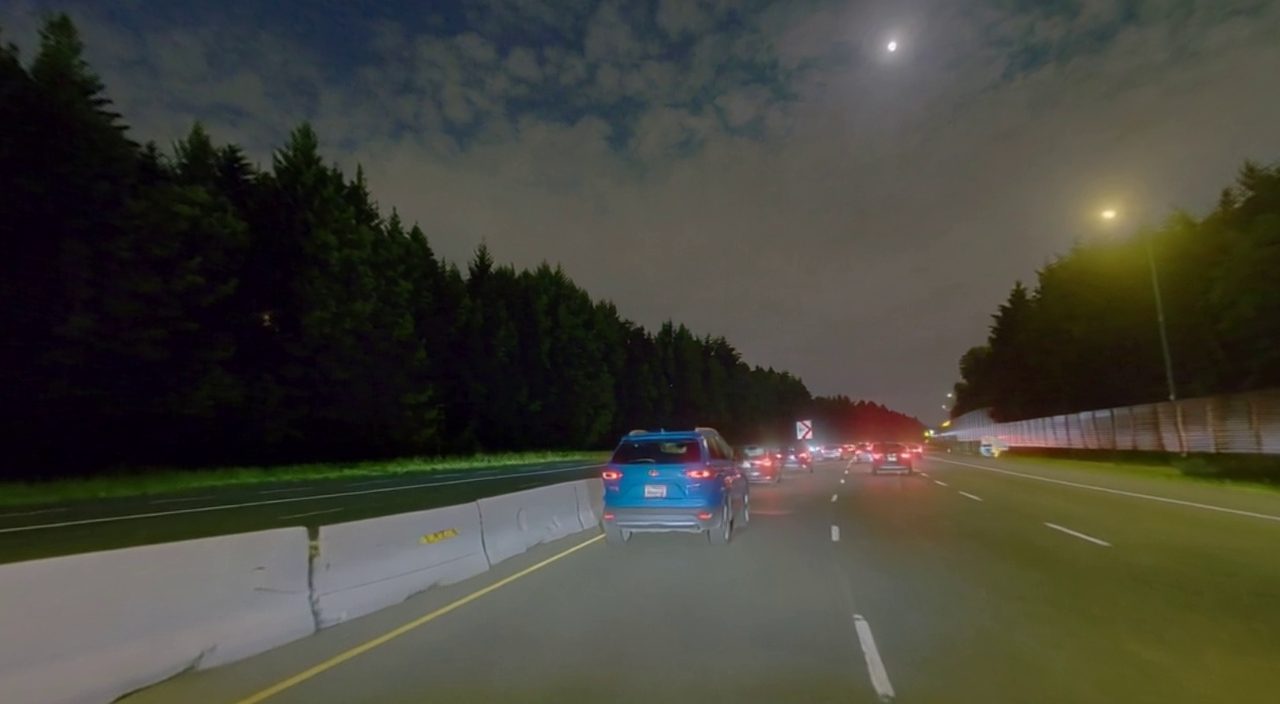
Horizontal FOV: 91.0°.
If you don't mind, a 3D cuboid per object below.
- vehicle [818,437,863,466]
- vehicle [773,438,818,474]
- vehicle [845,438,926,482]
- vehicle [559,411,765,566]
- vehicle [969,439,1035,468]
[{"bbox_3d":[11.886,5.912,37.572,1.857,1.584,3.976,-1,-8,8],"label":"vehicle"},{"bbox_3d":[6.850,4.561,27.749,1.755,1.457,3.686,-2,-8,13],"label":"vehicle"},{"bbox_3d":[8.983,3.956,23.433,1.962,1.442,4.536,-2,-8,11],"label":"vehicle"},{"bbox_3d":[0.584,1.780,9.005,2.021,1.635,4.085,-2,-9,15],"label":"vehicle"},{"bbox_3d":[20.093,5.615,35.153,1.990,1.478,4.475,-2,-8,14],"label":"vehicle"}]
